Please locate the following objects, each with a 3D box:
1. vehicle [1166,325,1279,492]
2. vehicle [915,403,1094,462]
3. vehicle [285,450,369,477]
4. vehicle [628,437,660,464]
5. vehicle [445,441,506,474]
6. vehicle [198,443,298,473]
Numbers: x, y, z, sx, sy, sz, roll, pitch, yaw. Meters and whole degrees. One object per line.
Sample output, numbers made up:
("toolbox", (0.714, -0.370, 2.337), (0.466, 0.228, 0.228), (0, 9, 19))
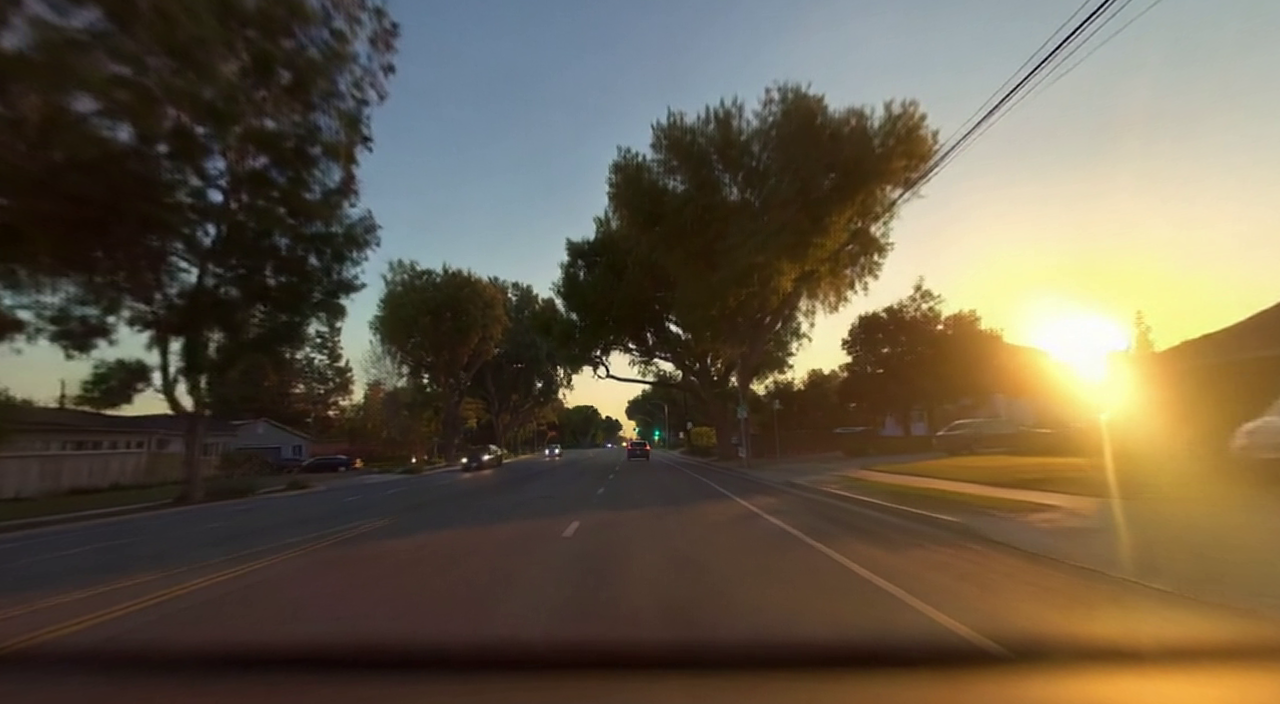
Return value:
("vehicle", (12.245, 0.935, 10.112), (5.577, 2.450, 2.199), (0, -8, -1))
("vehicle", (16.291, 3.646, 28.543), (6.339, 2.103, 2.660), (-4, -8, -1))
("vehicle", (-21.505, 7.680, 43.515), (4.797, 1.518, 1.957), (-3, -8, -1))
("vehicle", (0.224, 6.980, 44.947), (2.215, 1.799, 4.426), (0, -8, -1))
("vehicle", (-10.769, 6.937, 41.881), (2.337, 1.963, 5.862), (0, -8, 1))
("vehicle", (-27.152, 7.359, 43.900), (5.412, 1.959, 2.230), (0, -8, 0))
